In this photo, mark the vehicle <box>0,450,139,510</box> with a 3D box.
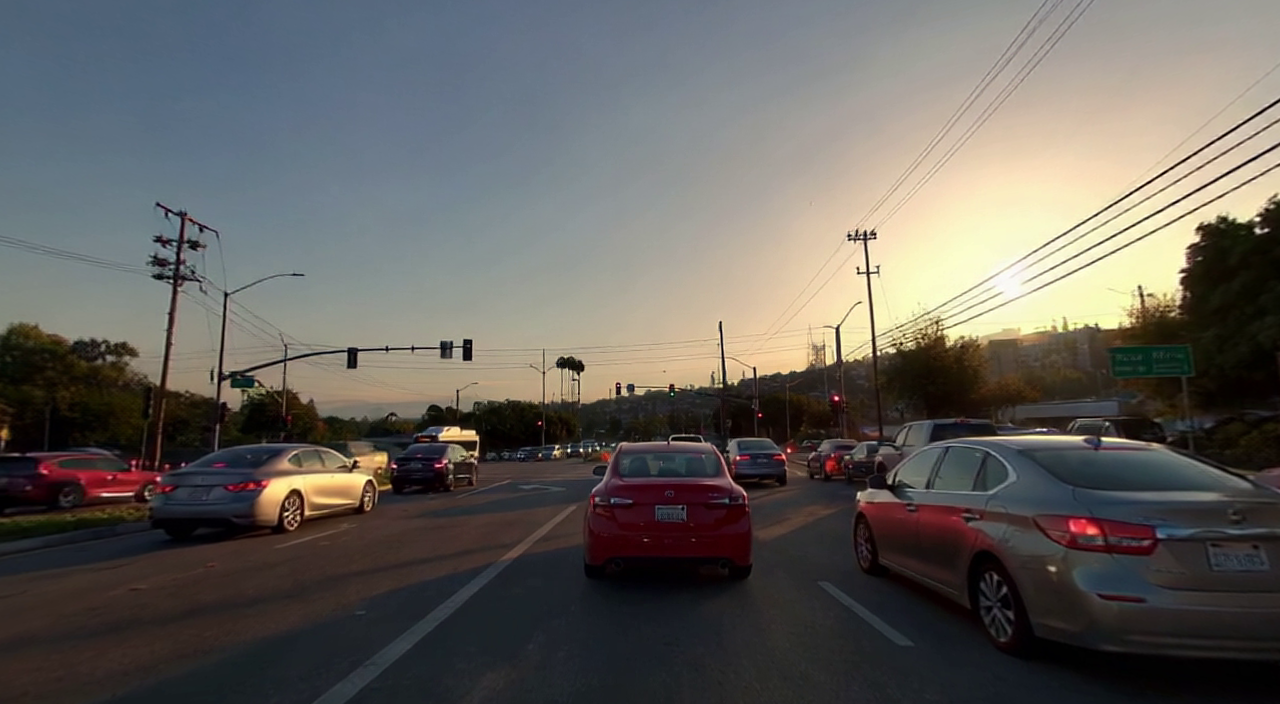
[{"bbox_3d":[-17.635,3.704,18.698,1.823,1.493,4.437,-1,-8,2],"label":"vehicle"}]

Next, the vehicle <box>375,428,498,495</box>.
[{"bbox_3d":[-6.278,3.434,20.255,2.070,1.824,5.196,-1,-8,2],"label":"vehicle"}]

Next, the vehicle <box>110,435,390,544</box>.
[{"bbox_3d":[-6.420,2.269,11.227,1.955,1.497,4.639,-1,-8,1],"label":"vehicle"}]

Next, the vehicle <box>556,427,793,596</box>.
[{"bbox_3d":[0.308,1.720,7.683,2.109,1.483,3.964,0,-8,0],"label":"vehicle"}]

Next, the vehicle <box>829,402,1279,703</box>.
[{"bbox_3d":[3.134,1.311,5.207,1.870,1.523,4.096,0,-8,0],"label":"vehicle"}]
